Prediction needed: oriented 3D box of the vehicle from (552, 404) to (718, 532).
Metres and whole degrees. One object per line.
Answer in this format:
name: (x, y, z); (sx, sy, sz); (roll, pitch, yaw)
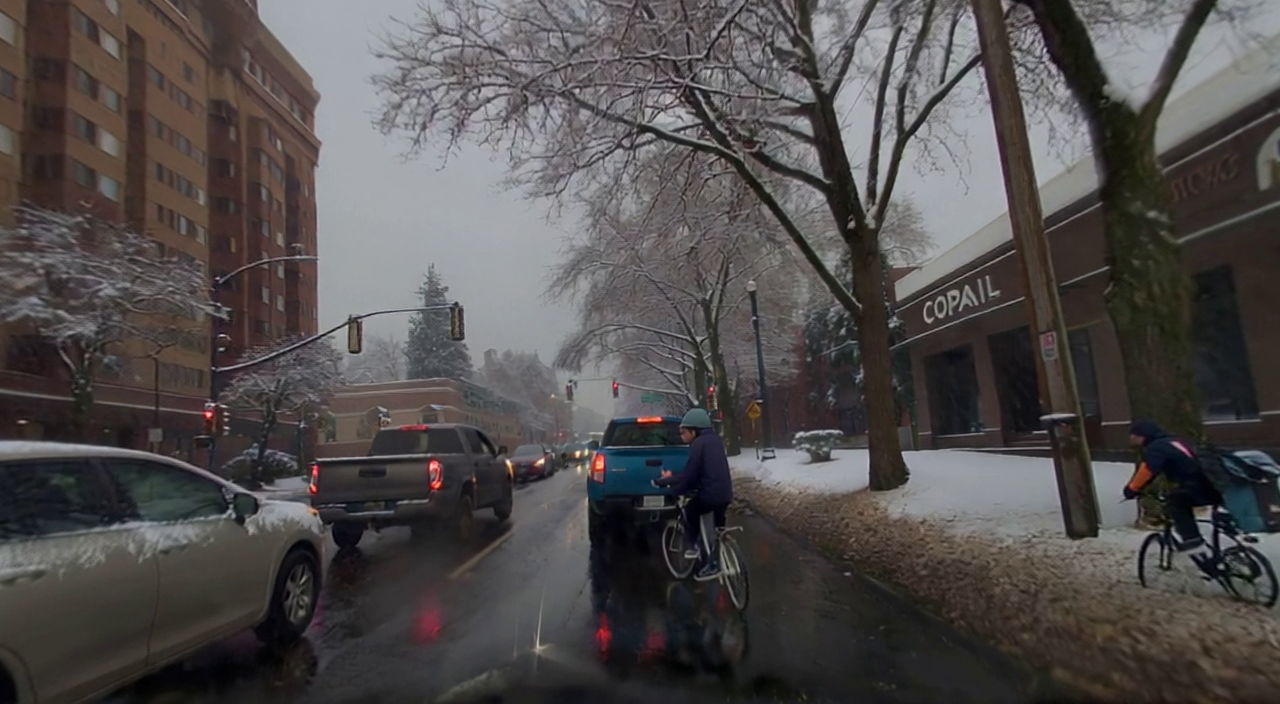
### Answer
vehicle: (-0.114, 2.086, 11.878); (2.426, 1.882, 5.027); (0, -9, -1)

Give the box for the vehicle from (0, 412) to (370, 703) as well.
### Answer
vehicle: (-3.558, 1.172, 3.697); (2.064, 1.486, 4.140); (0, -9, 1)

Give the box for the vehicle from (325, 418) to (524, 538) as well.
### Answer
vehicle: (-3.602, 2.198, 11.611); (2.046, 1.750, 4.452); (0, -9, 0)
